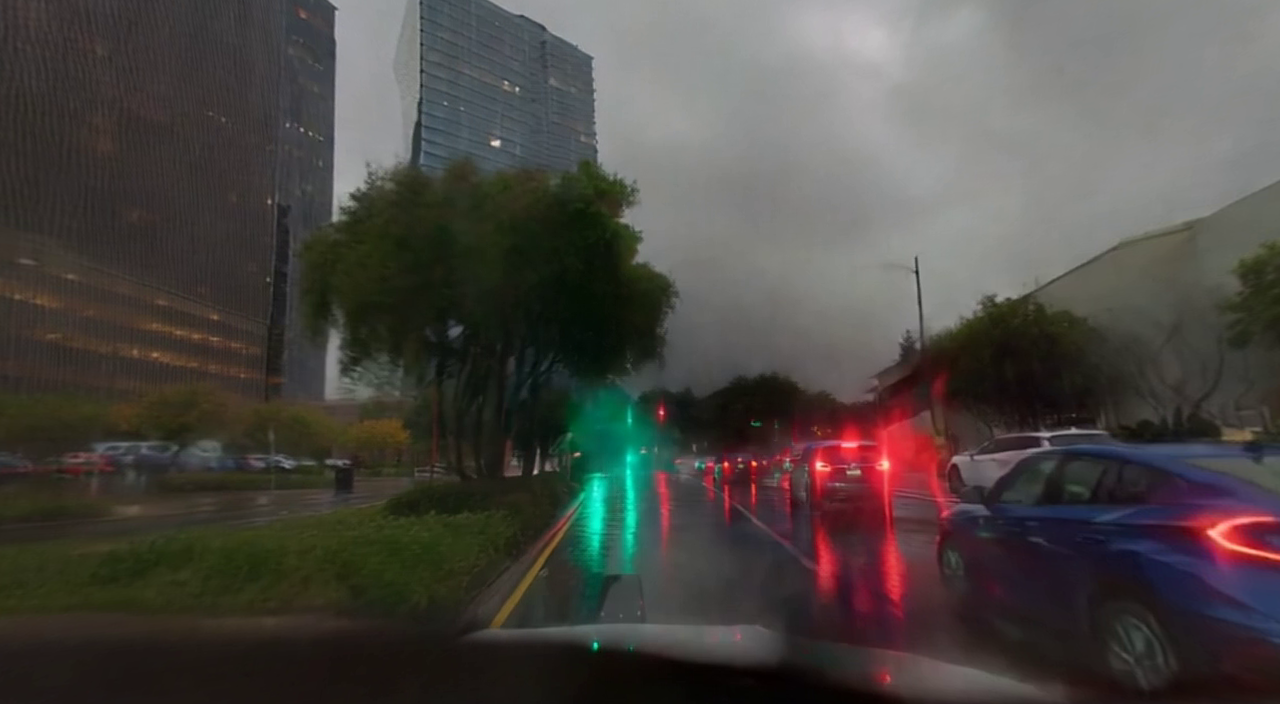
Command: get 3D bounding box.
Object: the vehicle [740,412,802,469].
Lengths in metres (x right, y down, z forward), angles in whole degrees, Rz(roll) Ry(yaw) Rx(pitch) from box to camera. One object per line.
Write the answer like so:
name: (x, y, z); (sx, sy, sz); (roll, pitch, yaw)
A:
vehicle: (9.379, 6.626, 46.760); (3.128, 3.616, 13.736); (-1, -9, 6)

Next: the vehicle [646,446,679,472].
vehicle: (1.632, 7.433, 44.066); (2.121, 1.728, 4.161); (-1, -9, 5)

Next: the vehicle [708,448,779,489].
vehicle: (4.286, 4.872, 26.697); (2.183, 1.553, 3.923); (0, -9, -2)

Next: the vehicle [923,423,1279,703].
vehicle: (3.250, 1.192, 3.434); (2.032, 1.490, 3.871); (-1, -9, 8)

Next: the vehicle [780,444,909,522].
vehicle: (4.829, 3.108, 15.697); (2.089, 1.609, 4.922); (-1, -9, 7)
